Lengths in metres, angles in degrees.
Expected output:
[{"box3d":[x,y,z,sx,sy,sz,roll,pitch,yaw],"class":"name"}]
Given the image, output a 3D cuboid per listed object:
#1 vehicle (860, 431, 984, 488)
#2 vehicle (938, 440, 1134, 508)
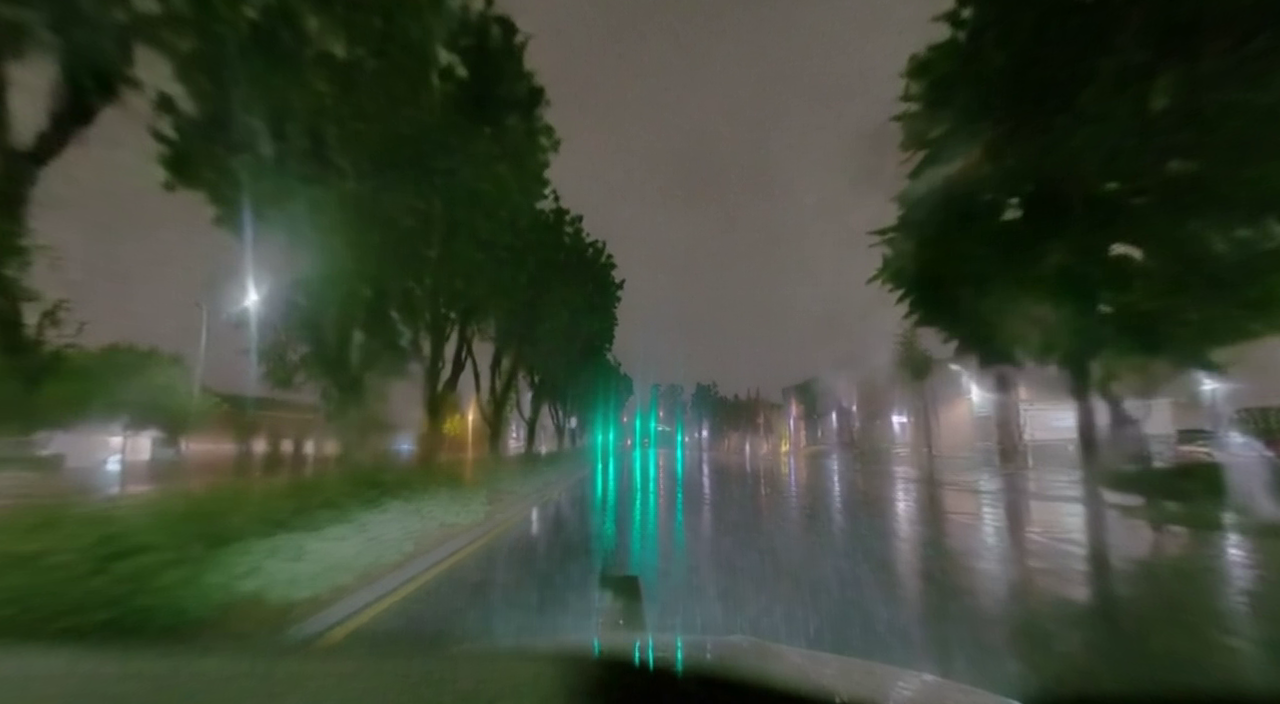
[{"box3d":[9.694,3.729,22.212,2.159,1.767,4.617,0,-8,0],"class":"vehicle"},{"box3d":[9.854,3.038,16.327,1.885,1.461,4.751,0,-8,-2],"class":"vehicle"}]
